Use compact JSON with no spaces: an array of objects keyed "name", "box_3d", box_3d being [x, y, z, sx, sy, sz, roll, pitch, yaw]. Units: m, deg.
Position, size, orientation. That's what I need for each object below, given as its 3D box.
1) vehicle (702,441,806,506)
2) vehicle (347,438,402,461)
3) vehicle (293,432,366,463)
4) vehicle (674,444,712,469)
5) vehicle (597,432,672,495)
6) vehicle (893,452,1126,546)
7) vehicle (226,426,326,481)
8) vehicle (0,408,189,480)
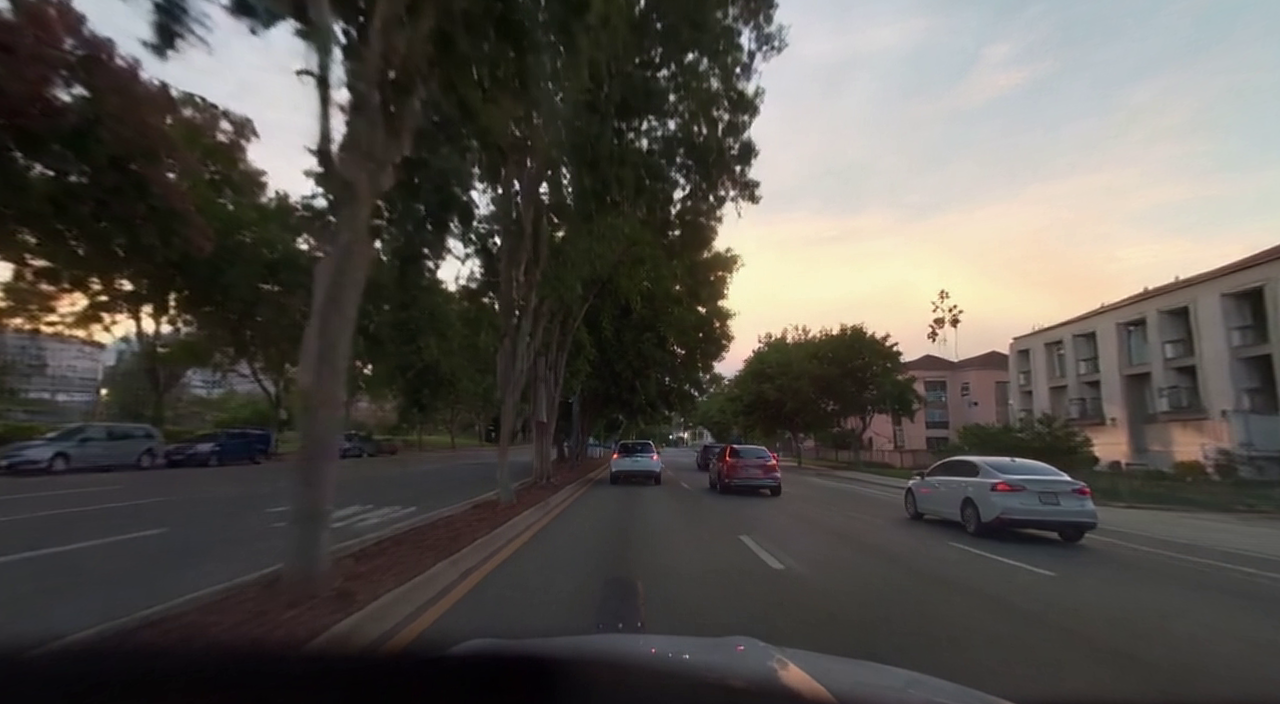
[{"name":"vehicle","box_3d":[2.899,3.166,16.902,1.932,1.510,4.168,0,-8,-1]},{"name":"vehicle","box_3d":[-18.854,6.949,44.845,1.851,1.477,4.891,0,-8,0]},{"name":"vehicle","box_3d":[-19.013,5.891,38.723,1.903,1.768,4.985,0,-8,0]},{"name":"vehicle","box_3d":[3.369,6.735,40.692,2.012,1.462,4.163,0,-8,-1]},{"name":"vehicle","box_3d":[-0.150,3.351,19.188,2.008,1.674,4.239,0,-8,0]},{"name":"vehicle","box_3d":[6.898,2.747,12.420,1.944,1.458,4.268,0,-8,-1]},{"name":"vehicle","box_3d":[-12.332,3.460,21.603,2.161,1.642,4.587,3,-9,-20]},{"name":"vehicle","box_3d":[-18.906,3.114,21.238,2.226,2.019,6.809,0,-8,0]}]
